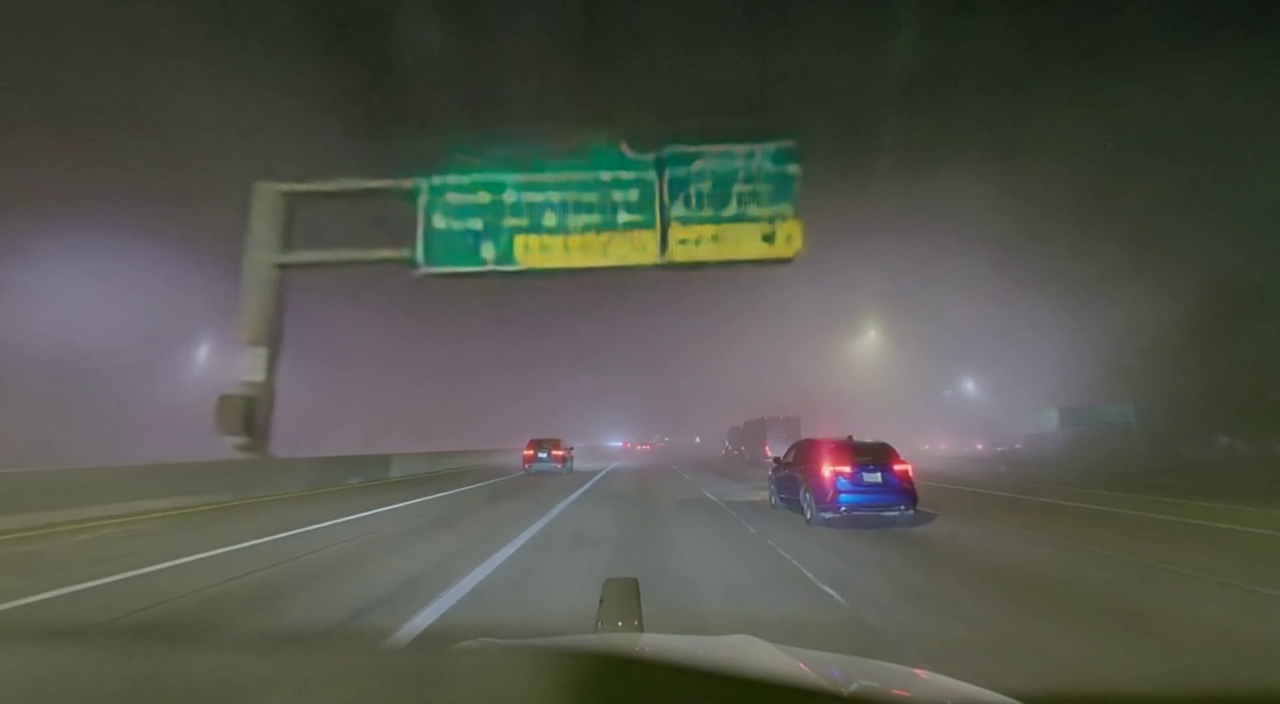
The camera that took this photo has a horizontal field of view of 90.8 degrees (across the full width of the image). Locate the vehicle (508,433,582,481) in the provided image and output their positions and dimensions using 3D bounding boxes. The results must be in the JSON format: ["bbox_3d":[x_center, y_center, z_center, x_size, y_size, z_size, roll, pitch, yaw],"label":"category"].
[{"bbox_3d":[-3.711,4.195,25.507,2.193,1.746,4.512,0,-8,1],"label":"vehicle"}]

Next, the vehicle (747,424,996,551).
[{"bbox_3d":[3.304,2.047,10.360,2.107,1.550,4.949,0,-8,-1],"label":"vehicle"}]
